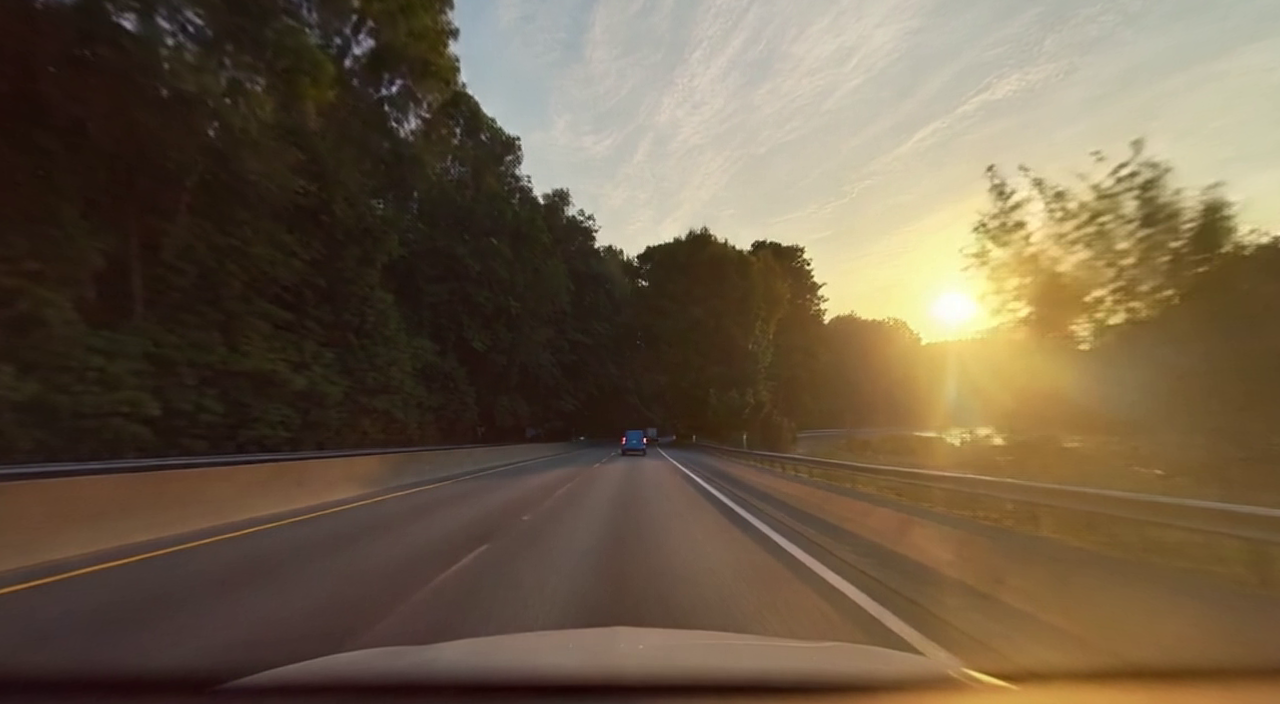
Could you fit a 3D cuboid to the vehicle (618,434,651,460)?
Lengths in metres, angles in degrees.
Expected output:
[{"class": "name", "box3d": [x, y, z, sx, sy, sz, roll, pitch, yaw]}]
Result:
[{"class": "vehicle", "box3d": [-0.384, 6.448, 43.098, 2.094, 1.653, 4.283, 0, -8, -1]}]
